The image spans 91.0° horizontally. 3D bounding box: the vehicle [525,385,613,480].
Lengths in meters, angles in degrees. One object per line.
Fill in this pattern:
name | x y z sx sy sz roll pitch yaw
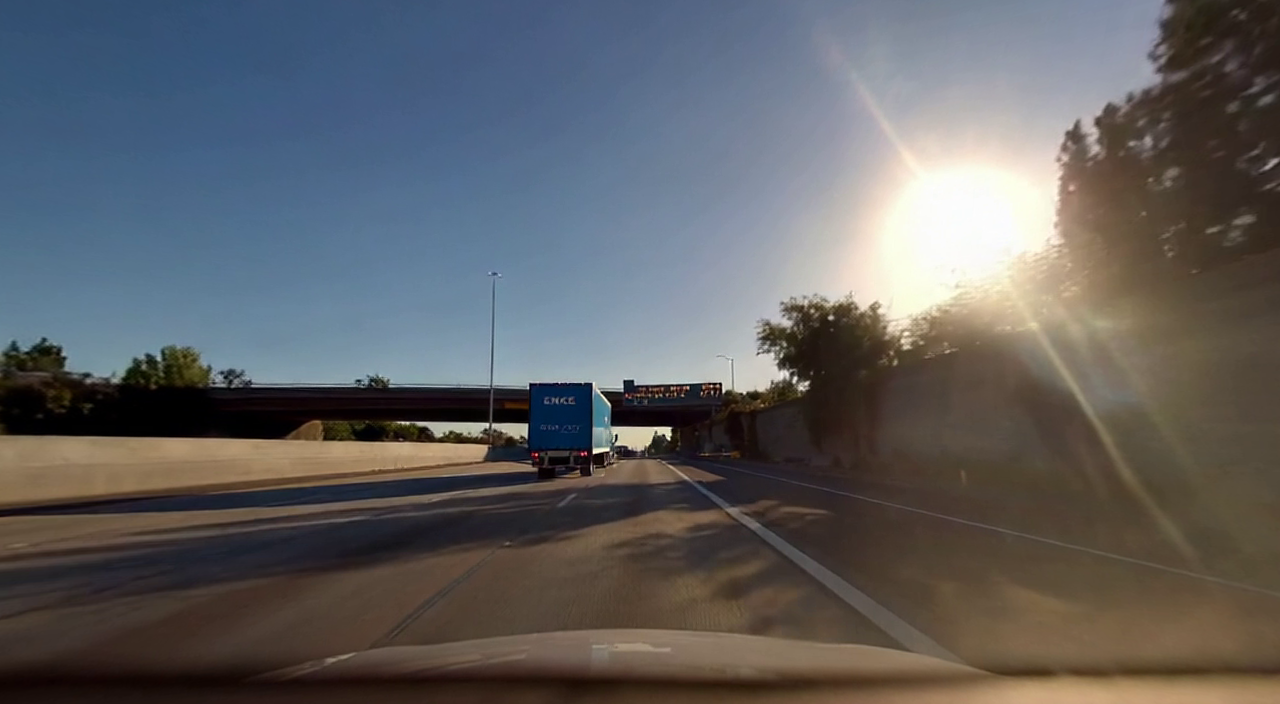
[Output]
vehicle | -3.206 4.207 31.979 3.059 3.956 11.036 0 -9 0
